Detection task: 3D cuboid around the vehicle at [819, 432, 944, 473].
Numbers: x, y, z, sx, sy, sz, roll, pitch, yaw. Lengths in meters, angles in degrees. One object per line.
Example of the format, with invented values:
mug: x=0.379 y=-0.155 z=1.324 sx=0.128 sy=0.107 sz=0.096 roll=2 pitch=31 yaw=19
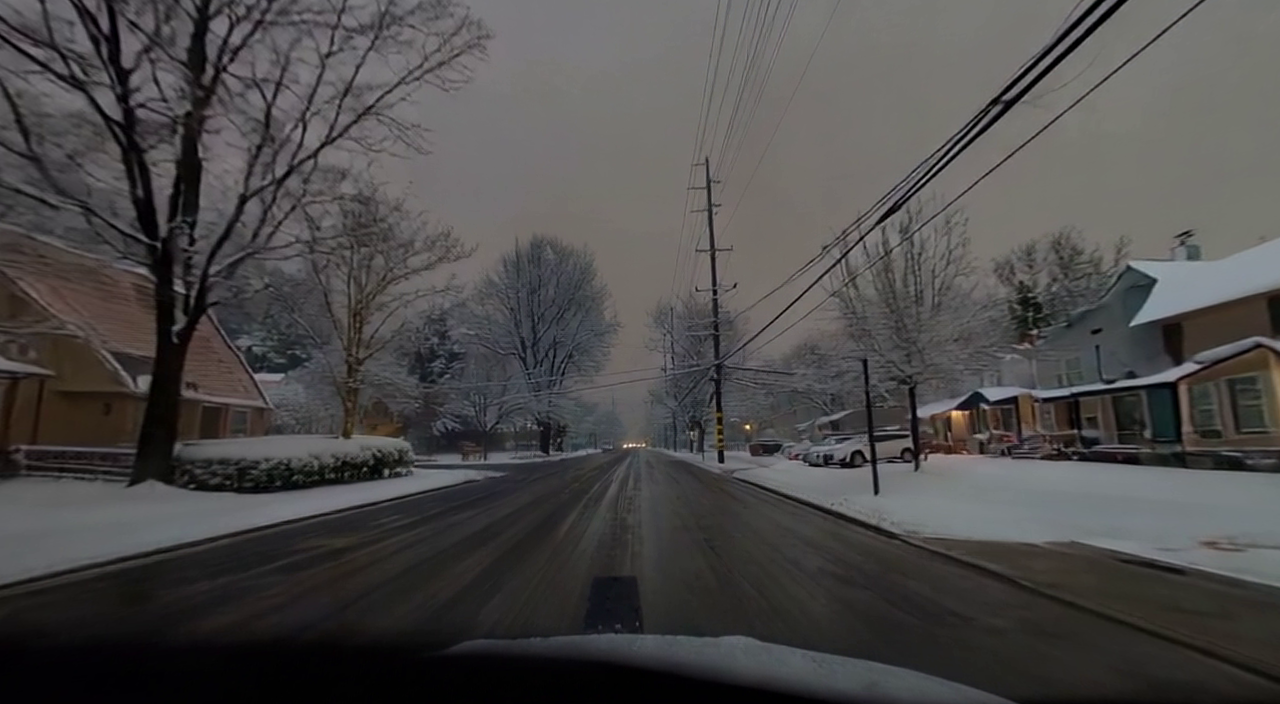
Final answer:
vehicle: x=10.924 y=4.583 z=28.891 sx=4.902 sy=1.794 sz=1.975 roll=-1 pitch=-9 yaw=4
